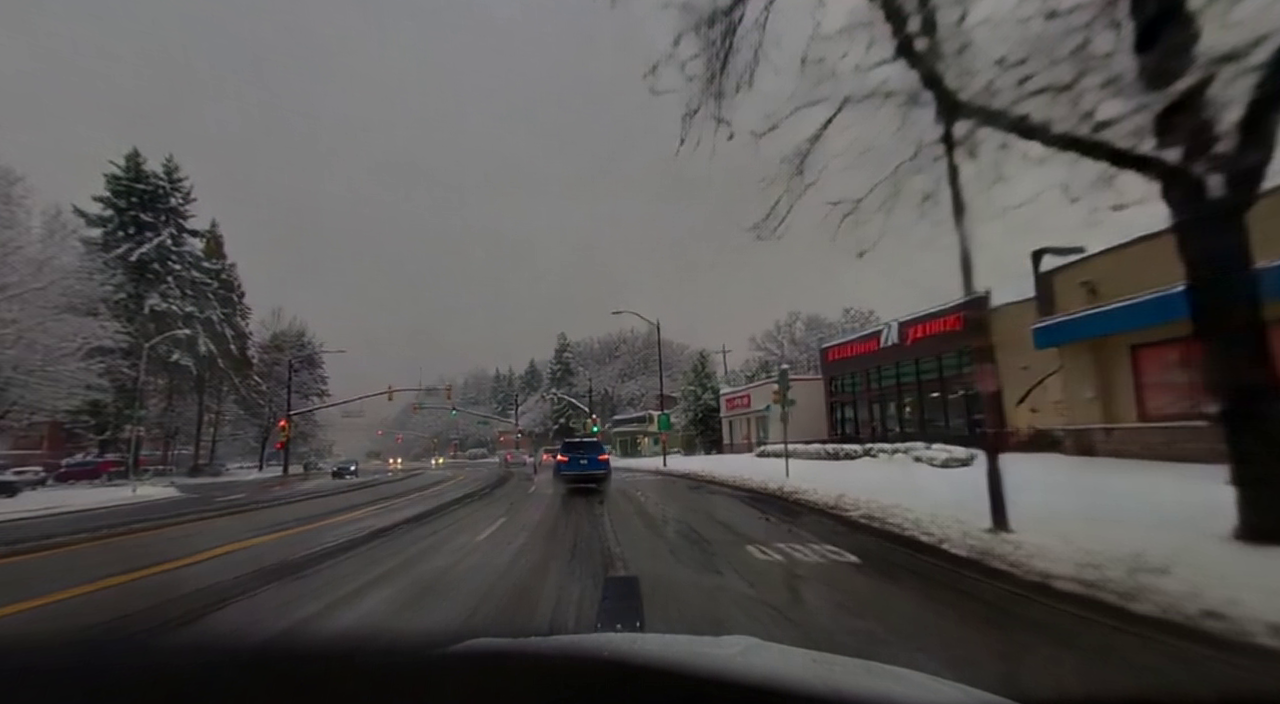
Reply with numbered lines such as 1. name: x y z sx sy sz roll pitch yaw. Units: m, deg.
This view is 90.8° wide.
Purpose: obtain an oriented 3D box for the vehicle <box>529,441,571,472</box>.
1. vehicle: -6.097 7.010 42.430 2.067 1.947 4.628 3 -9 -16

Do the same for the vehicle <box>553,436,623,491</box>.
1. vehicle: -1.910 3.903 22.391 2.227 1.733 3.930 1 -9 -7
